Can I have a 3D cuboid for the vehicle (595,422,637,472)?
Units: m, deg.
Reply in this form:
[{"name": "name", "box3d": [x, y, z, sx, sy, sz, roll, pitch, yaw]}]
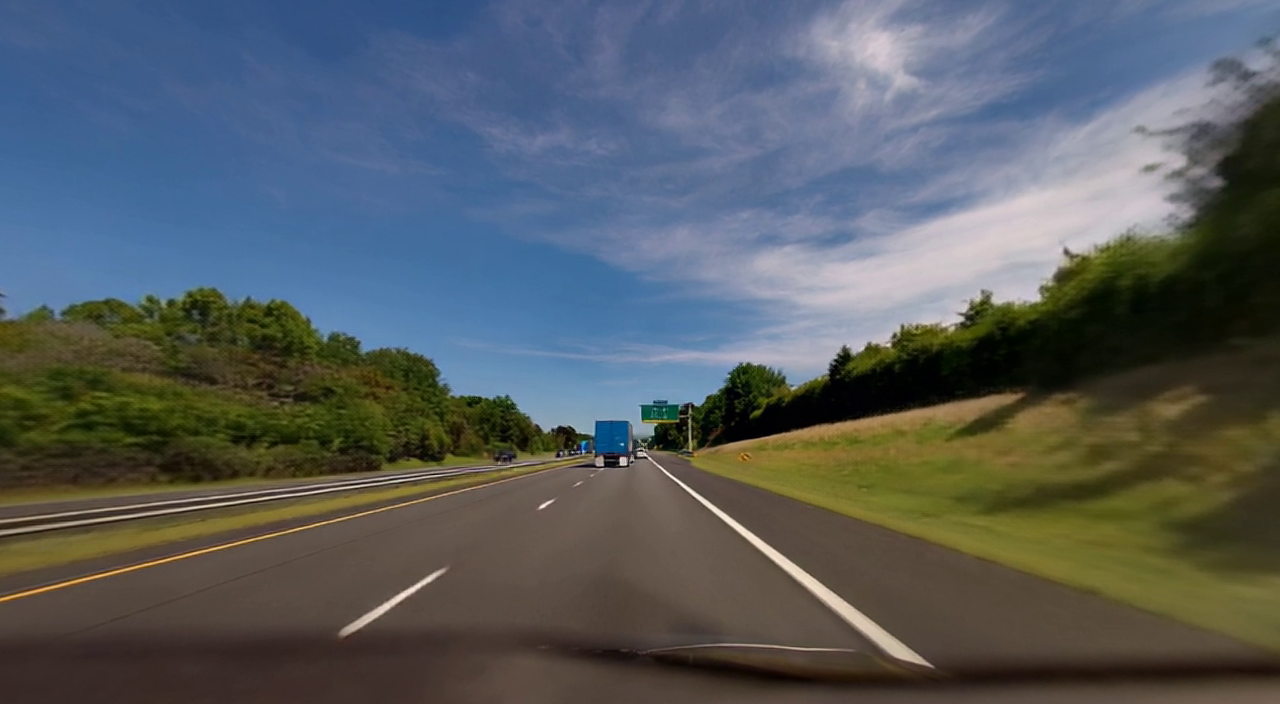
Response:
[{"name": "vehicle", "box3d": [-1.603, 6.720, 44.517, 2.704, 3.270, 6.745, 0, -9, -1]}]
